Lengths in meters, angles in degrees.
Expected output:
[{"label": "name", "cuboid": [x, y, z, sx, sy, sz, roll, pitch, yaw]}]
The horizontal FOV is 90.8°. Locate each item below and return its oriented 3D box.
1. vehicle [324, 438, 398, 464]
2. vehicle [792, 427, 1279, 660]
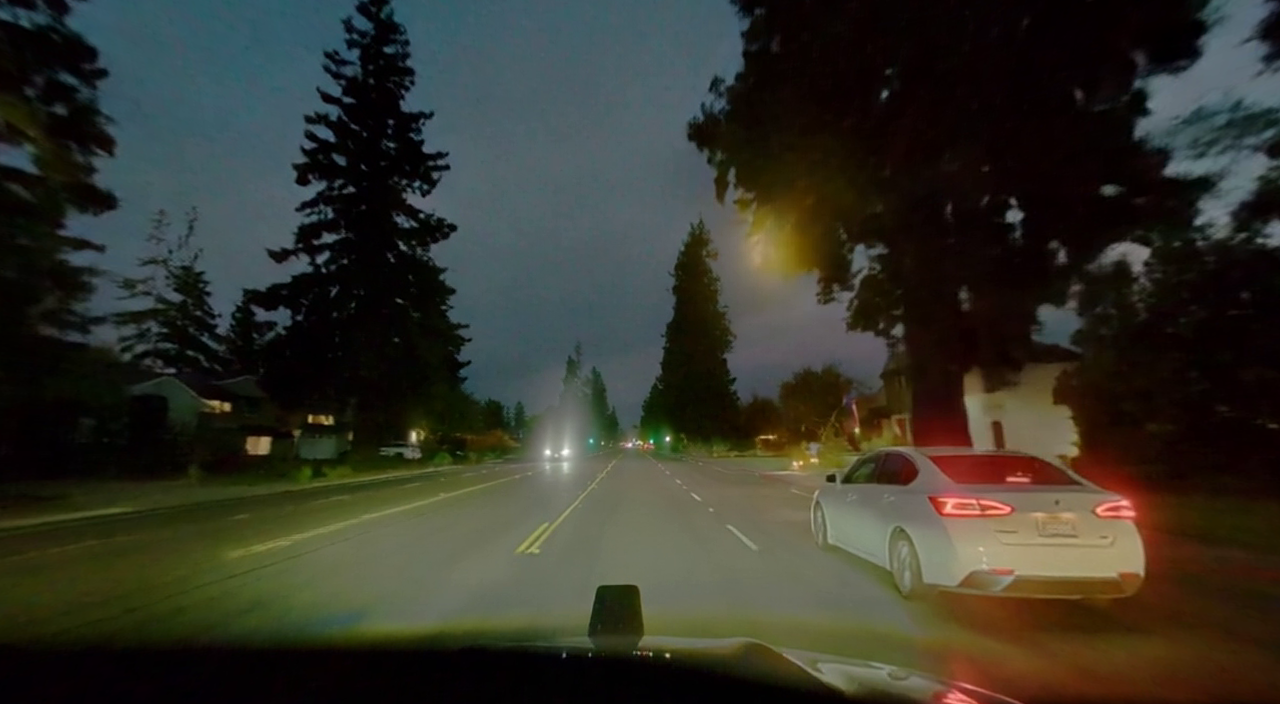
[{"label": "vehicle", "cuboid": [-20.631, 7.334, 46.798, 4.445, 1.822, 2.095, -1, -8, 4]}, {"label": "vehicle", "cuboid": [3.101, 1.558, 6.292, 2.057, 1.493, 4.225, 0, -8, -1]}]
